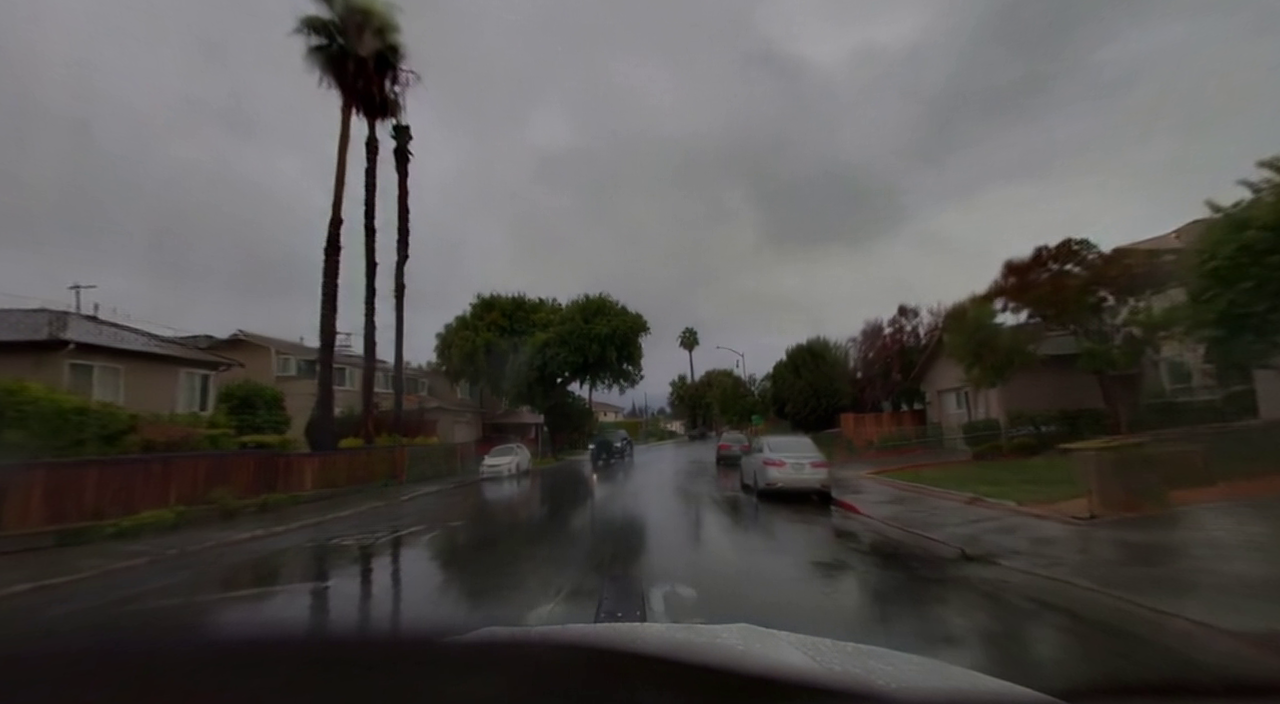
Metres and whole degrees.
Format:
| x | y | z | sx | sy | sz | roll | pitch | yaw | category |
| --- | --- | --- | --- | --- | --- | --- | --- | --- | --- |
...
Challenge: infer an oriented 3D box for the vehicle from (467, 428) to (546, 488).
| x | y | z | sx | sy | sz | roll | pitch | yaw | category |
| --- | --- | --- | --- | --- | --- | --- | --- | --- | --- |
| -5.990 | 4.982 | 28.965 | 2.053 | 1.713 | 4.850 | -4 | -21 | 6 | vehicle |

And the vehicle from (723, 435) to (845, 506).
| x | y | z | sx | sy | sz | roll | pitch | yaw | category |
| --- | --- | --- | --- | --- | --- | --- | --- | --- | --- |
| 3.362 | 2.840 | 15.585 | 1.942 | 1.465 | 4.123 | -1 | -8 | -1 | vehicle |

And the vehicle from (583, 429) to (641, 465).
| x | y | z | sx | sy | sz | roll | pitch | yaw | category |
| --- | --- | --- | --- | --- | --- | --- | --- | --- | --- |
| -1.464 | 5.268 | 34.931 | 2.305 | 1.781 | 4.834 | -2 | -8 | 8 | vehicle |
